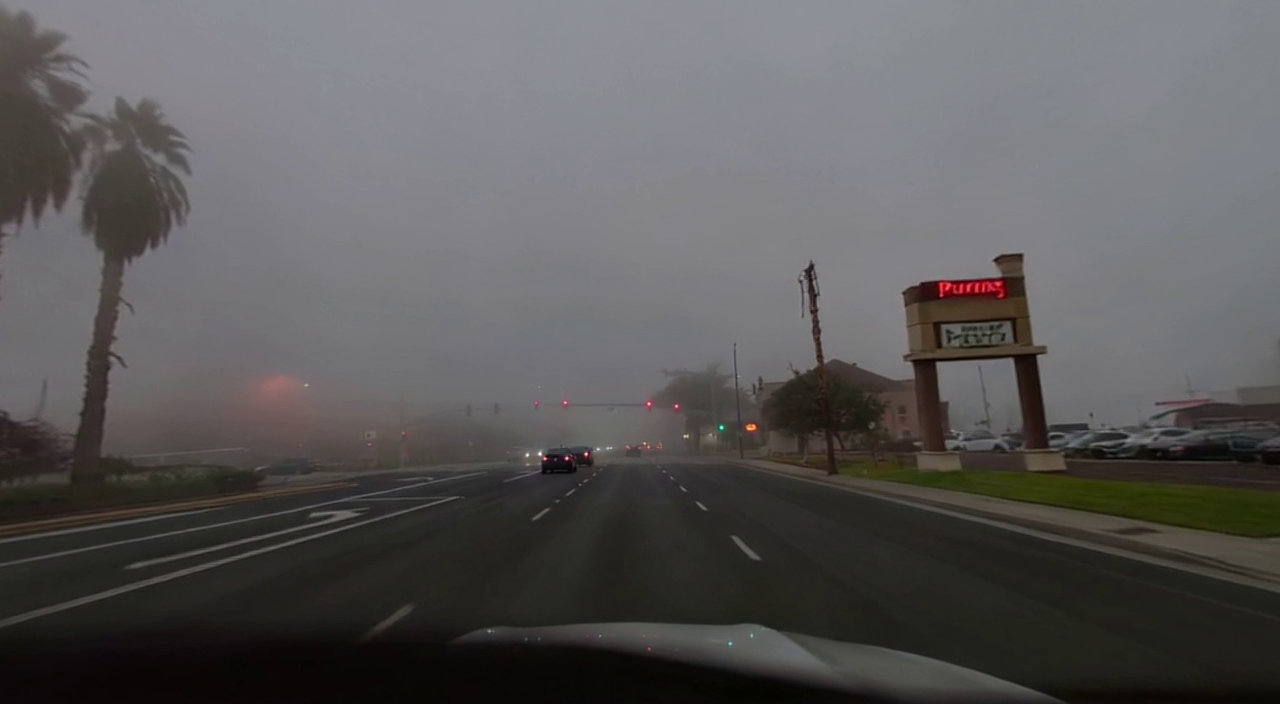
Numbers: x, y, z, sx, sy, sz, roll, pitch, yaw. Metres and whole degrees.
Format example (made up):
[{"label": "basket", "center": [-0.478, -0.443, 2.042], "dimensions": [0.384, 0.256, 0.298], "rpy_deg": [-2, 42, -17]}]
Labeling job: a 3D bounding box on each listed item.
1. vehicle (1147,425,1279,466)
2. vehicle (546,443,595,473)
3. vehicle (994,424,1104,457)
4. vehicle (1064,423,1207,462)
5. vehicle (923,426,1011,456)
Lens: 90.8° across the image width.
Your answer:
[{"label": "vehicle", "center": [22.436, 3.547, 23.904], "dimensions": [4.620, 1.445, 1.909], "rpy_deg": [-5, -10, 26]}, {"label": "vehicle", "center": [-3.649, 5.680, 34.030], "dimensions": [2.181, 1.483, 4.123], "rpy_deg": [0, -9, 0]}, {"label": "vehicle", "center": [21.656, 4.750, 33.695], "dimensions": [4.600, 1.677, 1.980], "rpy_deg": [-5, -10, 26]}, {"label": "vehicle", "center": [21.450, 3.988, 27.635], "dimensions": [4.505, 1.584, 2.015], "rpy_deg": [-5, -10, 27]}, {"label": "vehicle", "center": [20.860, 5.708, 40.413], "dimensions": [4.753, 1.809, 2.016], "rpy_deg": [-5, -9, 28]}]
